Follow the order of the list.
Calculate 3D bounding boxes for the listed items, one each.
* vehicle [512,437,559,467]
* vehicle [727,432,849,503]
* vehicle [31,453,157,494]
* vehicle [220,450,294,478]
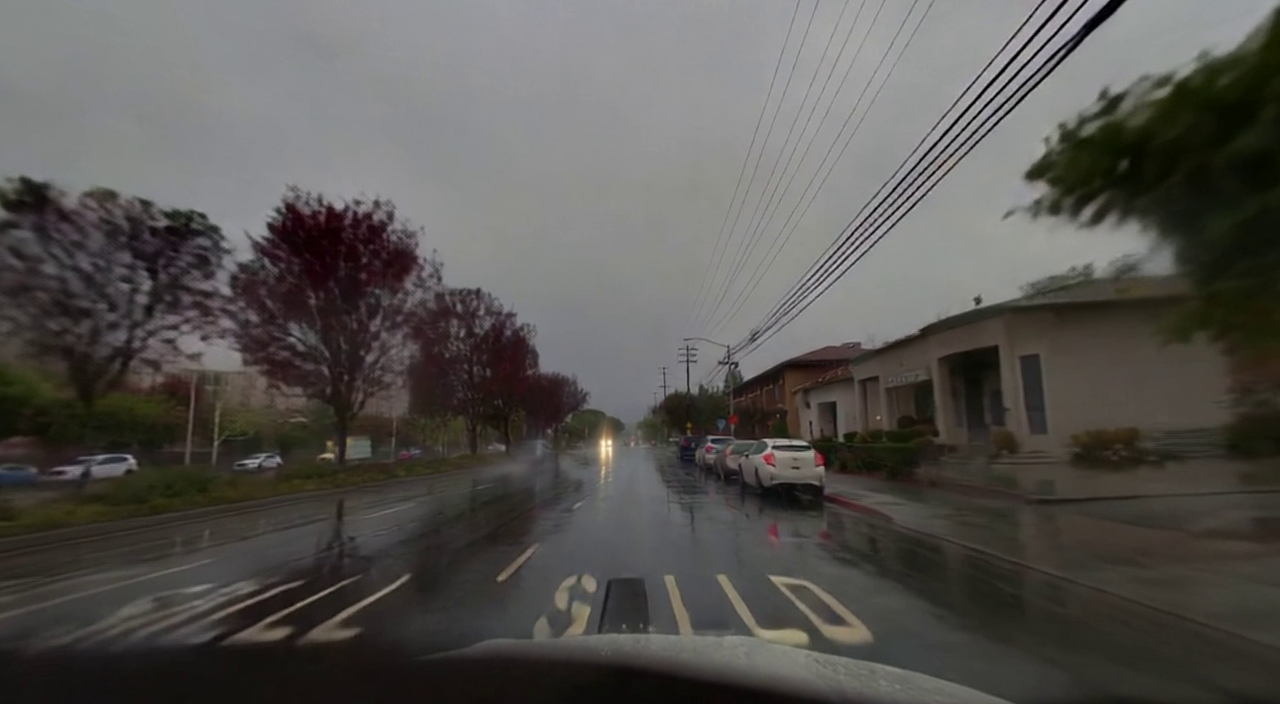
[{"bbox_3d":[-6.274,6.040,38.259,2.000,1.671,4.497,0,-8,1],"label":"vehicle"},{"bbox_3d":[3.602,2.901,16.363,2.048,1.556,4.753,0,-8,1],"label":"vehicle"},{"bbox_3d":[-25.743,5.722,29.993,1.959,1.707,4.481,0,-8,0],"label":"vehicle"},{"bbox_3d":[-25.707,7.518,42.534,2.121,1.699,4.506,0,-8,1],"label":"vehicle"}]
